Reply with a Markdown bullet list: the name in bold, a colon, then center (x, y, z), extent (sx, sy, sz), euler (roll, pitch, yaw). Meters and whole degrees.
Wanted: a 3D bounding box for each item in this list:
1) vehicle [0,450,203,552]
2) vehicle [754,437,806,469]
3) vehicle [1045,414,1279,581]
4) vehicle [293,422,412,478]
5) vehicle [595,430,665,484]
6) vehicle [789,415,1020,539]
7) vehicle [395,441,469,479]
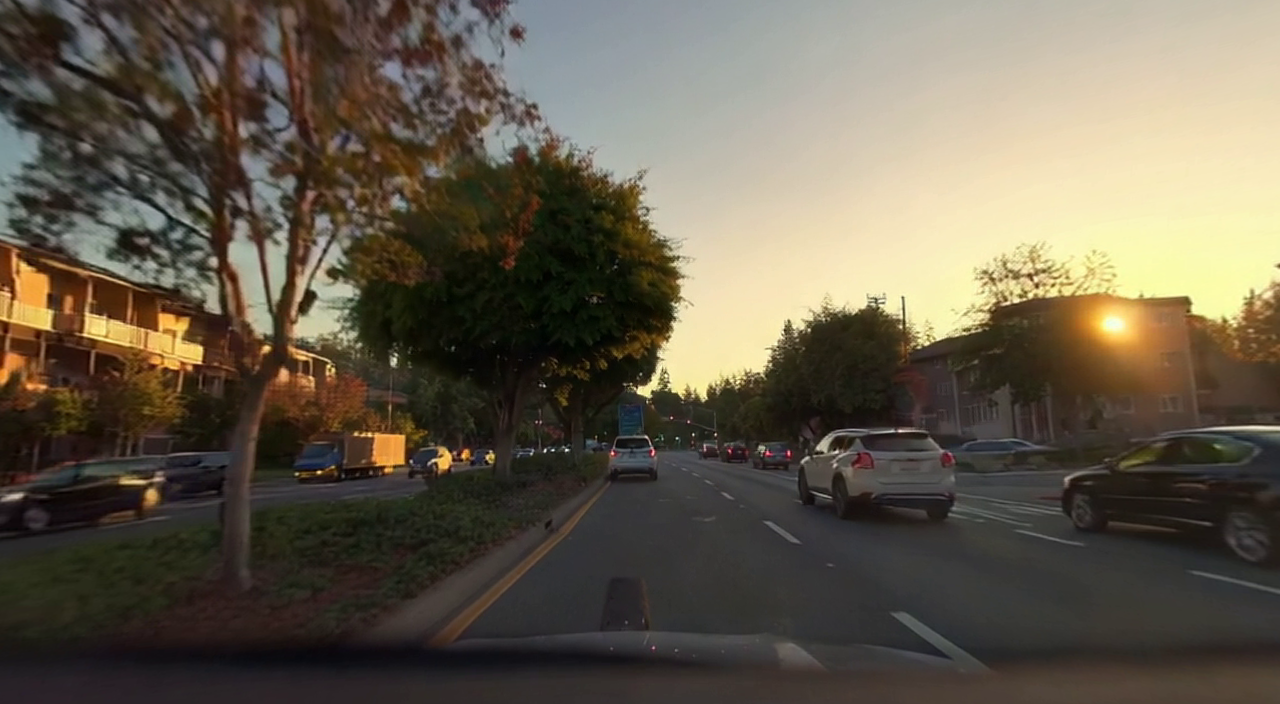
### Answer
- **vehicle**: center (-10.377, 2.503, 11.260), extent (1.907, 1.471, 4.410), euler (0, -8, 1)
- **vehicle**: center (7.866, 5.711, 35.852), extent (1.971, 1.722, 4.341), euler (0, -8, 0)
- **vehicle**: center (7.207, 1.571, 7.243), extent (2.133, 1.583, 4.496), euler (0, -8, 1)
- **vehicle**: center (-19.914, 6.913, 44.815), extent (3.233, 3.473, 10.664), euler (0, -8, 1)
- **vehicle**: center (-0.347, 3.871, 23.473), extent (2.332, 1.798, 4.546), euler (0, -8, 0)
- **vehicle**: center (4.170, 2.055, 10.974), extent (2.100, 1.689, 4.501), euler (0, -8, 1)
- **vehicle**: center (-10.517, 5.465, 32.218), extent (2.142, 1.742, 4.523), euler (0, -8, 1)
